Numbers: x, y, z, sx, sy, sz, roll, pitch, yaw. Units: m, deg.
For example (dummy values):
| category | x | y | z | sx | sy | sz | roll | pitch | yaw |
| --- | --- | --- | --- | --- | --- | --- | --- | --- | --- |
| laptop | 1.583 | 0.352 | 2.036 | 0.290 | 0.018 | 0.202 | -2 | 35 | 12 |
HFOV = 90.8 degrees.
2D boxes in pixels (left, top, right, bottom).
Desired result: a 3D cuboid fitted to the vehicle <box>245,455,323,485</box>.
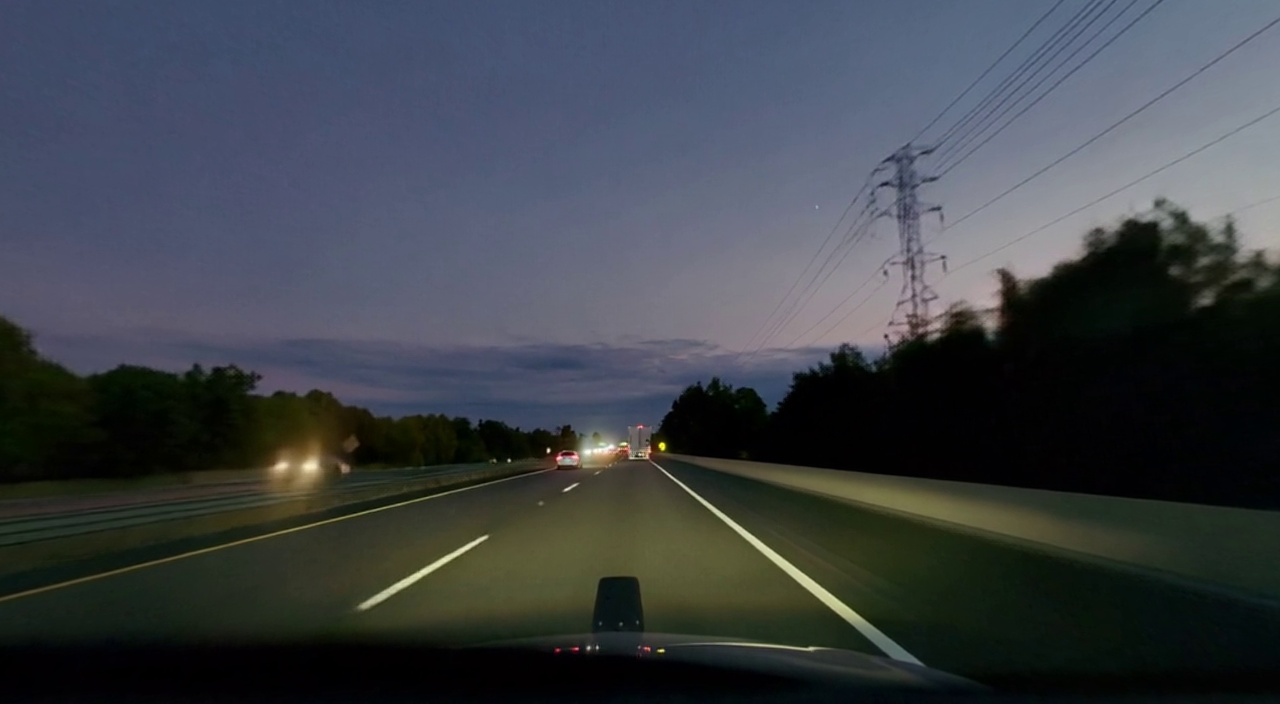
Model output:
| category | x | y | z | sx | sy | sz | roll | pitch | yaw |
| --- | --- | --- | --- | --- | --- | --- | --- | --- | --- |
| vehicle | -18.197 | 6.026 | 32.450 | 1.811 | 1.460 | 3.662 | 0 | -9 | 0 |

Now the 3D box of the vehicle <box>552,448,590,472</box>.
| category | x | y | z | sx | sy | sz | roll | pitch | yaw |
| --- | --- | --- | --- | --- | --- | --- | --- | --- | --- |
| vehicle | -4.471 | 7.084 | 41.541 | 2.106 | 1.445 | 4.404 | 0 | -9 | -1 |
